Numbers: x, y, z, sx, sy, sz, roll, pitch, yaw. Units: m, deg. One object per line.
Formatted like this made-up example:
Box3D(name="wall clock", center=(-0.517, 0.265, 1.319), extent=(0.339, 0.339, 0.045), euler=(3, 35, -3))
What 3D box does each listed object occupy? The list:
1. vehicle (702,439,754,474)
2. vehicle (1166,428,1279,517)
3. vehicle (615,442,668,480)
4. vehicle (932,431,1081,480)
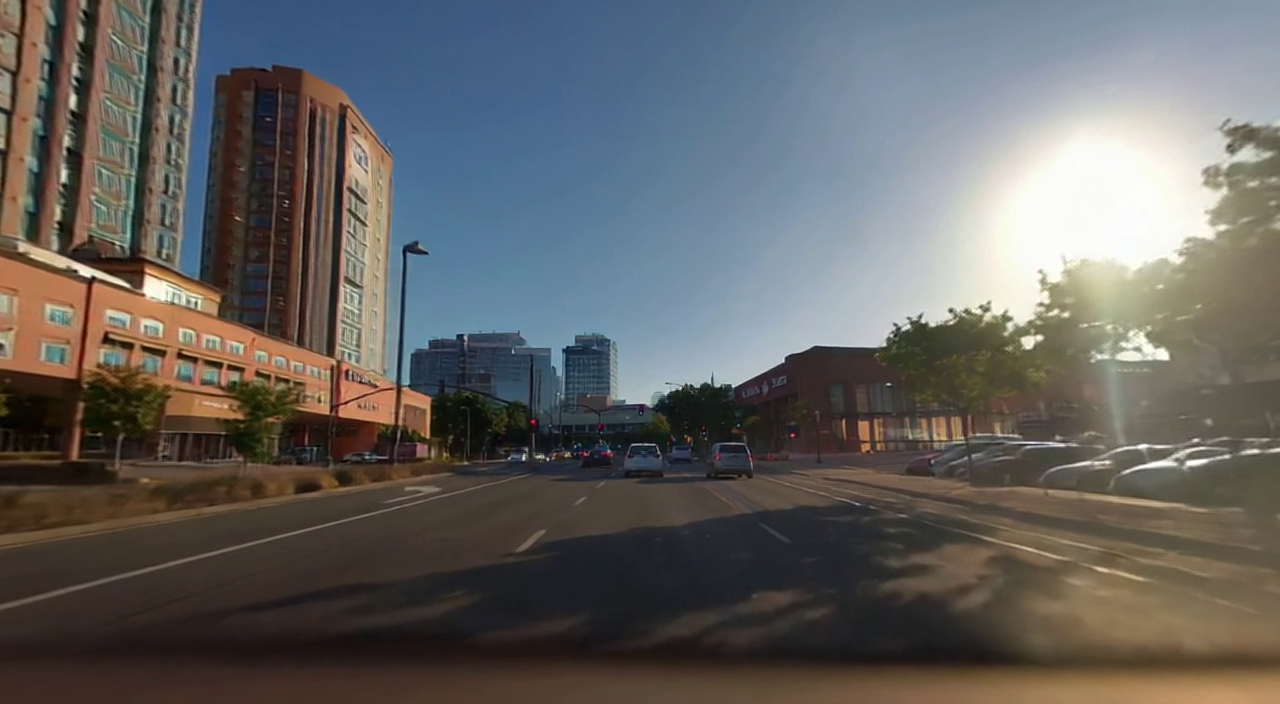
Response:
Box3D(name="vehicle", center=(4.487, 5.382, 32.685), extent=(2.007, 1.683, 4.171), euler=(0, -8, -1))
Box3D(name="vehicle", center=(13.898, 2.573, 13.950), extent=(4.654, 1.692, 1.955), euler=(5, -10, -32))
Box3D(name="vehicle", center=(0.078, 4.592, 26.890), extent=(2.059, 1.477, 3.988), euler=(0, -8, 1))
Box3D(name="vehicle", center=(14.897, 4.245, 25.853), extent=(4.775, 1.728, 1.996), euler=(-2, -9, -1))
